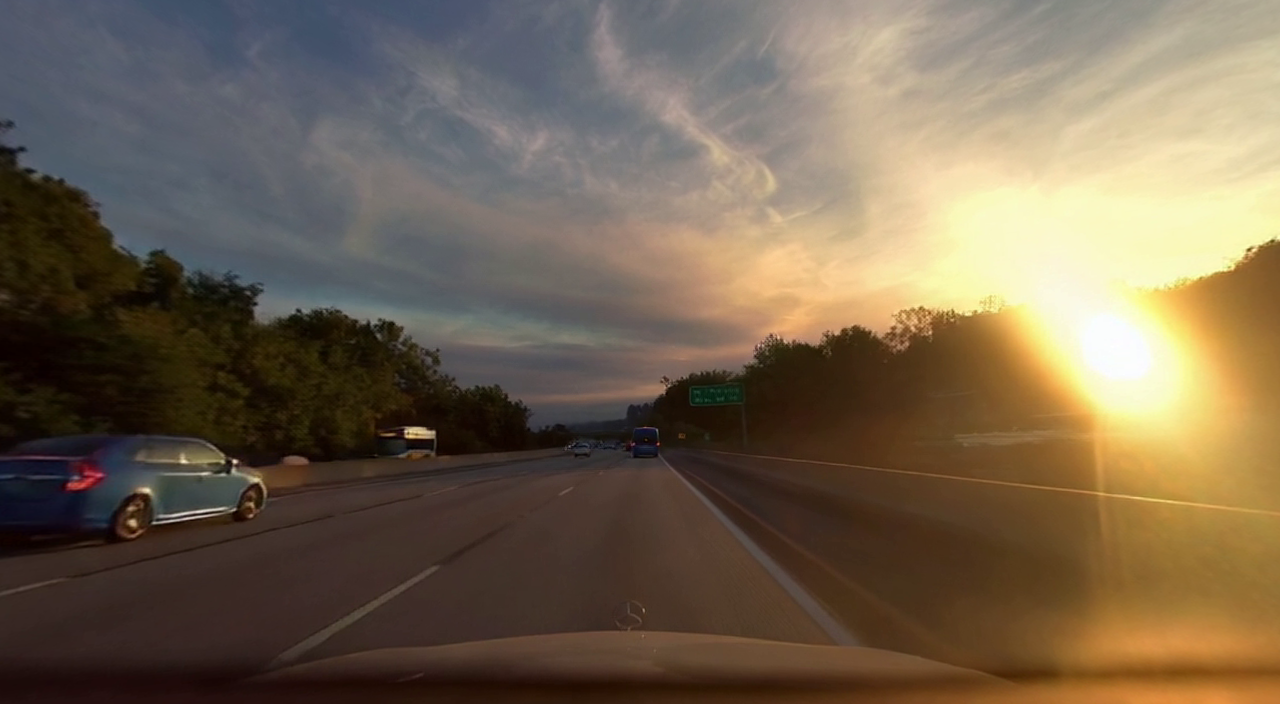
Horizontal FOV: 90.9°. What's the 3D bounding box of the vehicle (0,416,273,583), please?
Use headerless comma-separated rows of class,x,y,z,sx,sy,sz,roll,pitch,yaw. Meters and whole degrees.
vehicle,-7.507,1.826,8.661,2.080,1.674,4.660,0,-8,1
